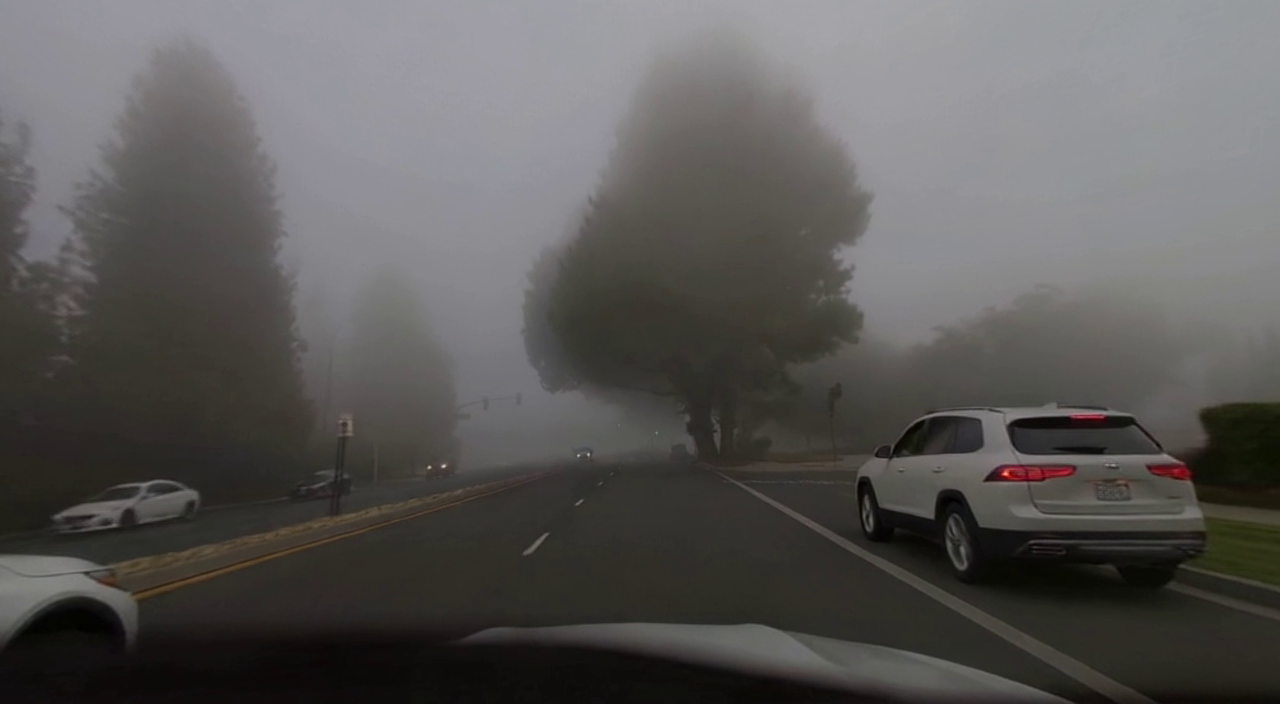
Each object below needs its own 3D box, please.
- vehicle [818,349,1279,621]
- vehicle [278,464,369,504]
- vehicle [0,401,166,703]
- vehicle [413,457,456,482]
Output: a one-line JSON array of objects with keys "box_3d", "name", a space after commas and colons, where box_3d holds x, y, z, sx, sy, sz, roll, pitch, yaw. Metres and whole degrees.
[{"box_3d": [4.101, 1.447, 7.753, 2.338, 2.063, 5.592, -2, -9, 2], "name": "vehicle"}, {"box_3d": [-14.559, 6.066, 29.357, 1.967, 1.512, 4.901, -1, -9, -3], "name": "vehicle"}, {"box_3d": [-3.679, 0.844, 1.174, 2.058, 1.659, 4.514, -1, -9, 0], "name": "vehicle"}, {"box_3d": [-15.865, 9.048, 48.801, 2.077, 1.704, 4.602, -1, -9, -4], "name": "vehicle"}]
